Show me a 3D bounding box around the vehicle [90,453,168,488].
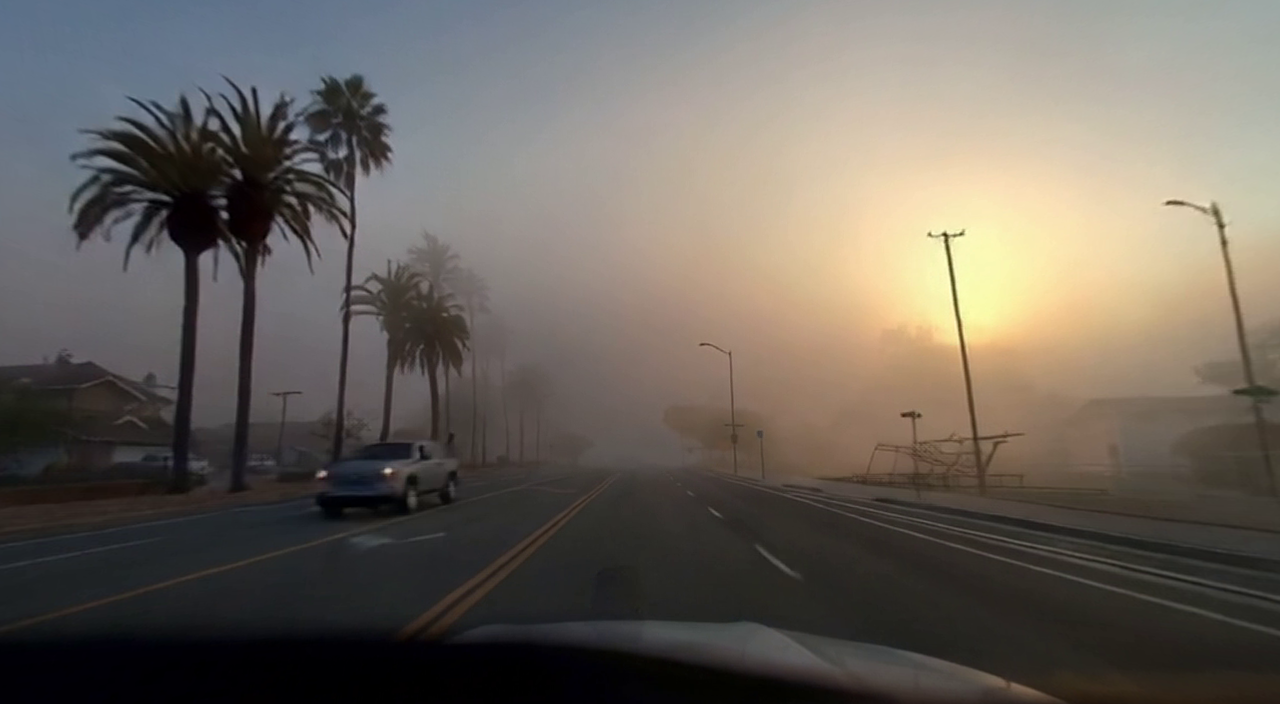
[{"bbox_3d":[-29.350,6.809,36.238,4.687,1.649,1.993,-8,-6,30],"label":"vehicle"}]

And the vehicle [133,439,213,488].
[{"bbox_3d":[-31.529,7.389,42.565,3.668,2.687,5.473,1,-6,-43],"label":"vehicle"}]

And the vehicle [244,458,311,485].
[{"bbox_3d":[-25.913,8.527,45.109,4.546,1.479,2.103,-10,-10,28],"label":"vehicle"}]

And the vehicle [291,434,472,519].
[{"bbox_3d":[-6.361,3.128,16.602,2.139,1.794,5.925,0,-9,1],"label":"vehicle"}]
